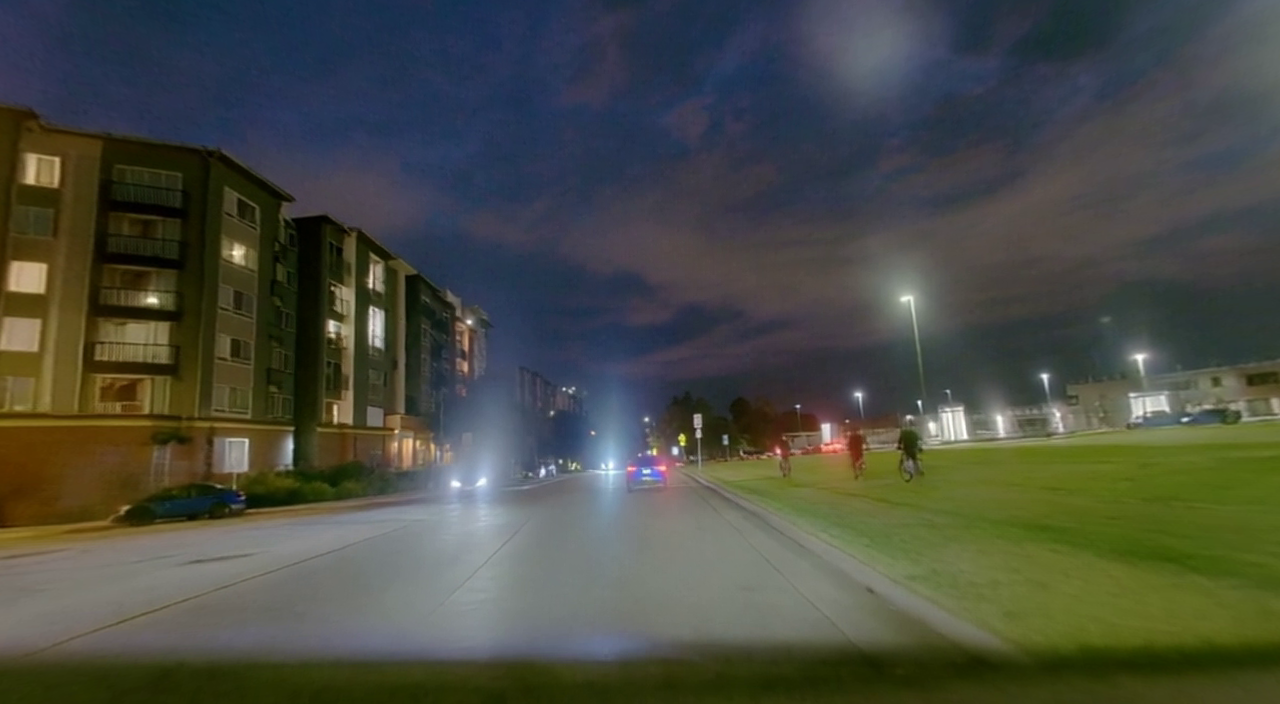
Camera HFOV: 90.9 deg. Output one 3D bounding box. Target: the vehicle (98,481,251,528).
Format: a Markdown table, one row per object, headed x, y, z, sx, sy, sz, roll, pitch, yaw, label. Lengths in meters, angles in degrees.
| x | y | z | sx | sy | sz | roll | pitch | yaw | label |
| --- | --- | --- | --- | --- | --- | --- | --- | --- | --- |
| -18.772 | 6.110 | 25.574 | 2.116 | 1.409 | 4.607 | -9 | -12 | 43 | vehicle |

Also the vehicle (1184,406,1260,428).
| x | y | z | sx | sy | sz | roll | pitch | yaw | label |
| --- | --- | --- | --- | --- | --- | --- | --- | --- | --- |
| 44.942 | 5.058 | 48.698 | 4.615 | 1.596 | 2.002 | 2 | -9 | -15 | vehicle |

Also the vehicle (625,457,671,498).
| x | y | z | sx | sy | sz | roll | pitch | yaw | label |
| --- | --- | --- | --- | --- | --- | --- | --- | --- | --- |
| 0.320 | 4.533 | 23.024 | 1.559 | 1.351 | 2.452 | -1 | -9 | 2 | vehicle |
